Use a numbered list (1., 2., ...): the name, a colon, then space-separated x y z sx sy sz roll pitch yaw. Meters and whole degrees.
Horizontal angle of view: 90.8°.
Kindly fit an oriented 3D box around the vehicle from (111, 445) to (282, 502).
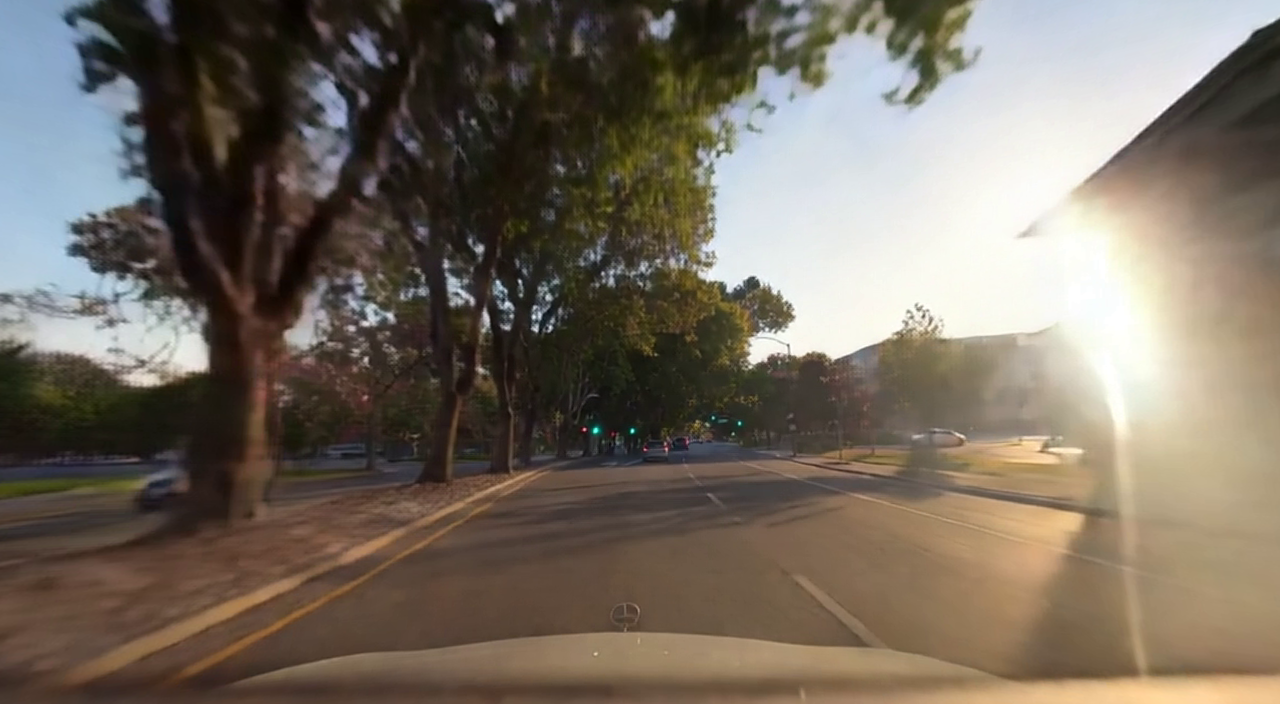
1. vehicle: -16.212 4.413 23.632 2.292 1.843 5.642 0 -8 0

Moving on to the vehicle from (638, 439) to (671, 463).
1. vehicle: 1.041 6.776 43.337 2.037 1.568 3.693 0 -8 4
